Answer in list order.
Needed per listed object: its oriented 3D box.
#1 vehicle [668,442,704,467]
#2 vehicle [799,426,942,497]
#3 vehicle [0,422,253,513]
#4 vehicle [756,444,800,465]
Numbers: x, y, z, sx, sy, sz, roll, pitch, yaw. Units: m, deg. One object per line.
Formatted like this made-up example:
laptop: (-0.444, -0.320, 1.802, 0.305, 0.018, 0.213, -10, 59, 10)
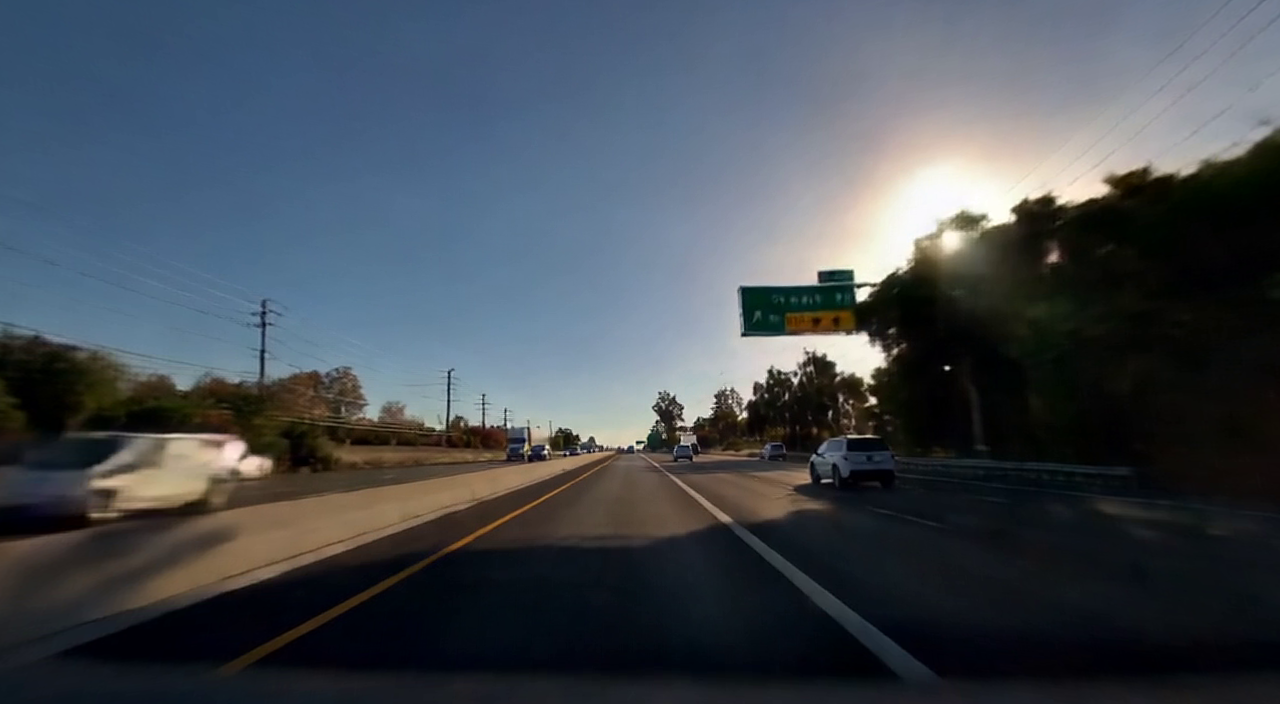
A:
vehicle: (3.107, 7.056, 43.613, 2.018, 1.600, 4.121, 0, -9, -2)
vehicle: (6.746, 3.284, 19.322, 2.244, 1.858, 5.414, 0, -9, -1)
vehicle: (-11.960, 2.641, 14.953, 2.180, 1.736, 5.401, 0, -9, 0)
vehicle: (10.341, 7.730, 47.734, 1.987, 1.502, 5.130, 0, -9, -2)
